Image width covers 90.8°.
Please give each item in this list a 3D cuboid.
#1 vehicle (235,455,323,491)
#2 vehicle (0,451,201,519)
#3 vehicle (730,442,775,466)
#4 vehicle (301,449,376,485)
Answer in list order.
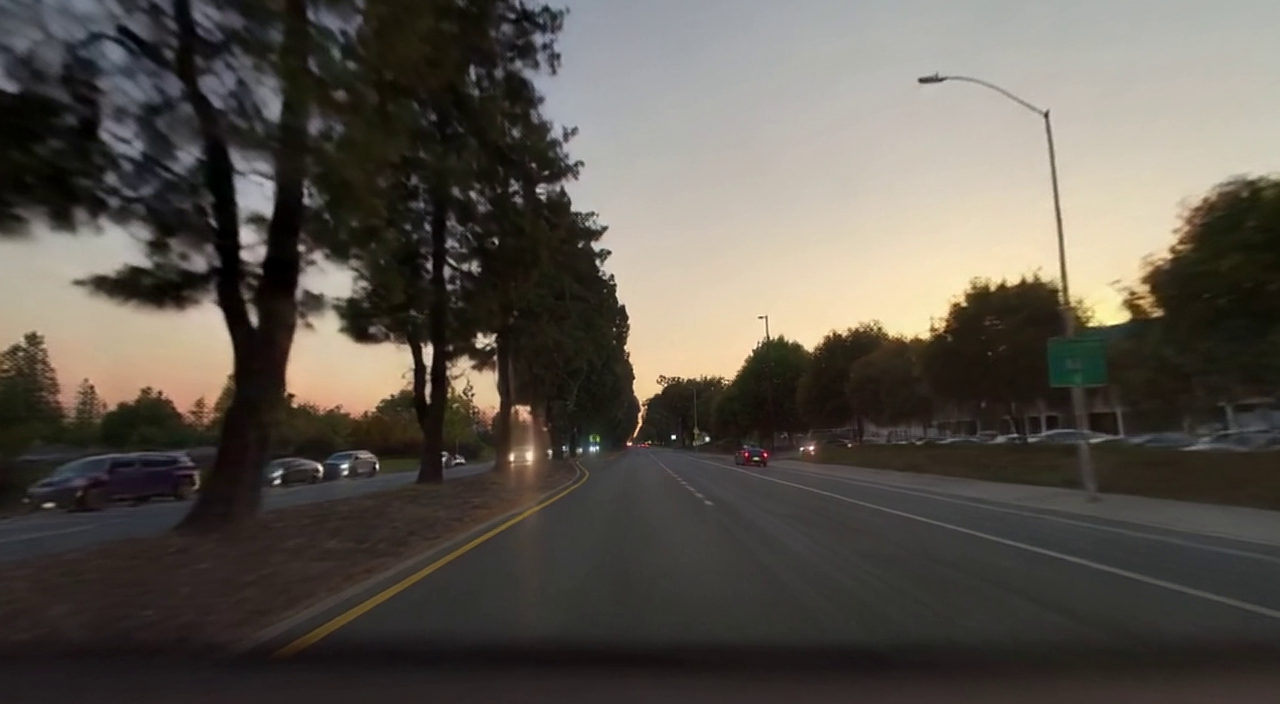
[{"bbox_3d":[-17.865,5.975,31.499,1.851,1.563,4.336,0,-8,0],"label":"vehicle"},{"bbox_3d":[-17.705,4.281,21.138,1.999,1.875,5.842,0,-8,-2],"label":"vehicle"},{"bbox_3d":[7.308,6.696,41.542,1.961,1.465,4.468,0,-8,-2],"label":"vehicle"},{"bbox_3d":[-17.790,6.771,37.601,1.926,1.684,5.378,-3,-7,-1],"label":"vehicle"}]
